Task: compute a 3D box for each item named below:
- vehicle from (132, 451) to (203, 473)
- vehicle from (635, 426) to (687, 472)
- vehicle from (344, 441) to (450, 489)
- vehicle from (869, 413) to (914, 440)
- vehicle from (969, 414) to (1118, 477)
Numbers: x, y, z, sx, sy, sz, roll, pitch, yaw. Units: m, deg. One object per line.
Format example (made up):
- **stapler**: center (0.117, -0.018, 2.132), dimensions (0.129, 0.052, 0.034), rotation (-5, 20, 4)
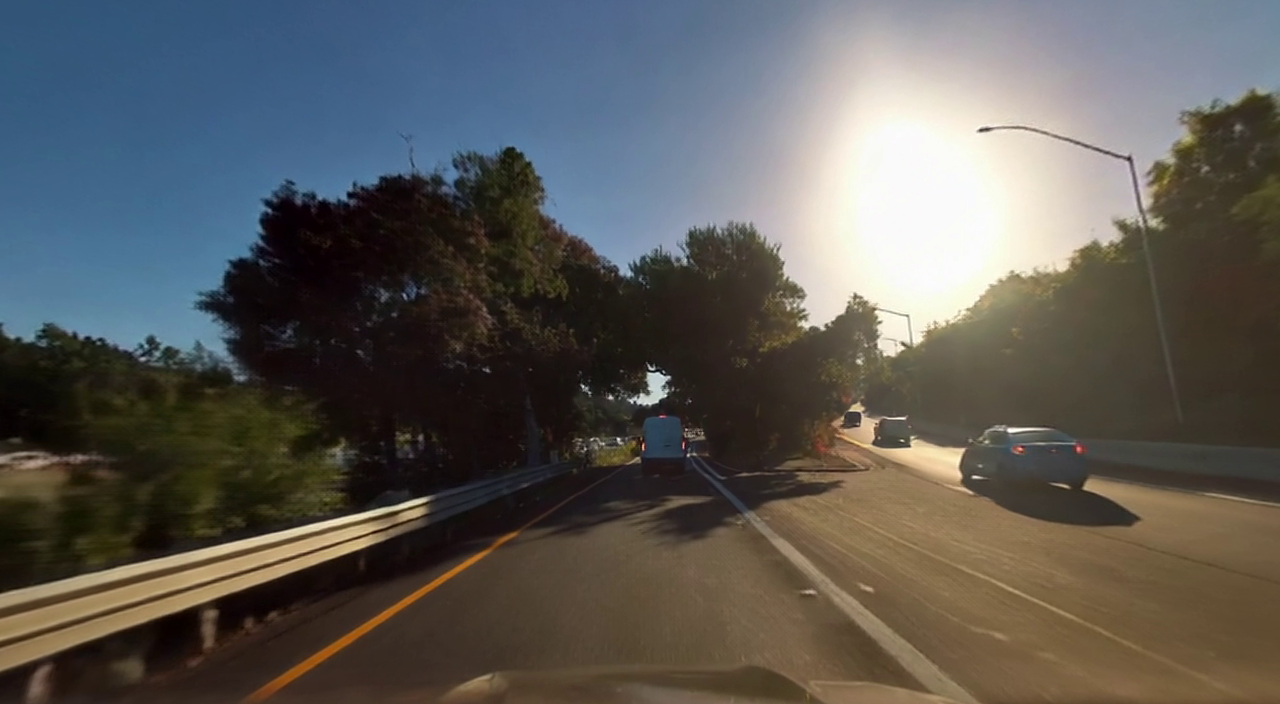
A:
- **vehicle**: center (-33.309, 7.747, 44.610), dimensions (1.896, 1.433, 3.831), rotation (-1, -8, 3)
- **vehicle**: center (0.869, 4.174, 27.423), dimensions (2.043, 1.821, 4.558), rotation (0, -8, 1)
- **vehicle**: center (-8.715, 4.049, 23.086), dimensions (1.896, 1.543, 4.429), rotation (-1, -8, 3)
- **vehicle**: center (18.192, 5.462, 45.859), dimensions (2.167, 1.798, 4.838), rotation (-2, -8, 12)
- **vehicle**: center (11.989, 2.810, 19.196), dimensions (2.098, 1.654, 4.637), rotation (-2, -8, 10)
